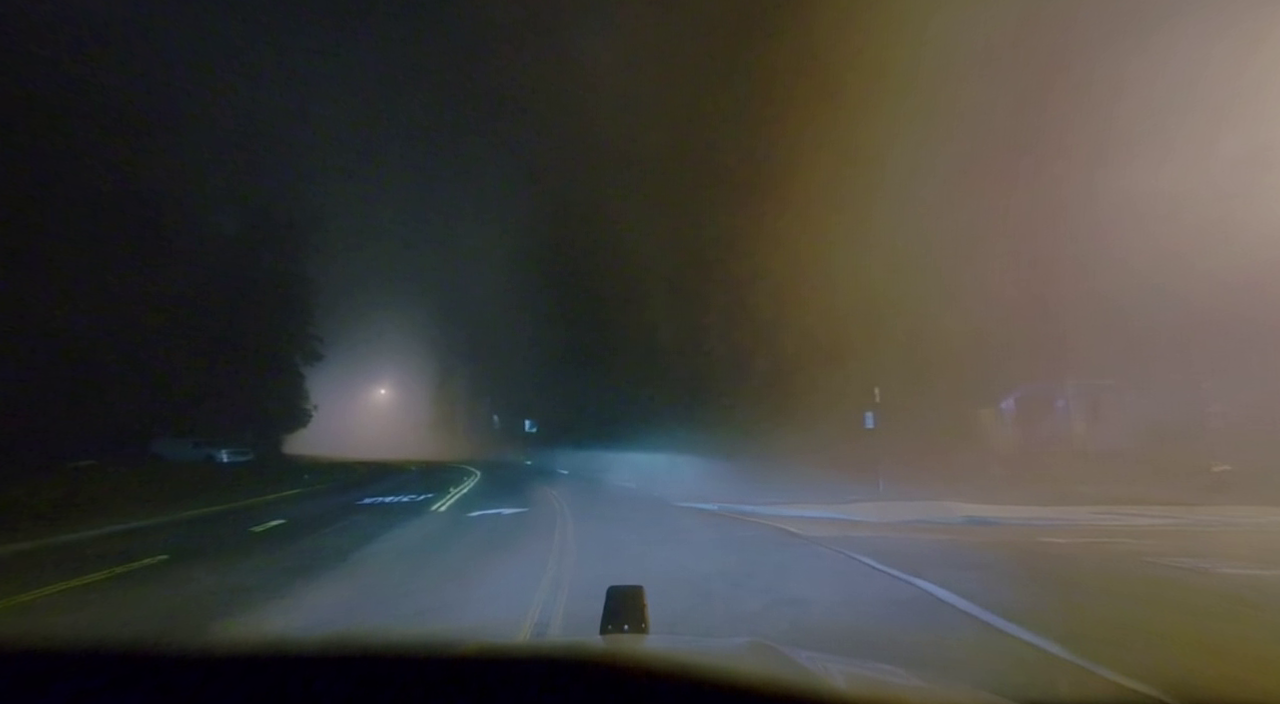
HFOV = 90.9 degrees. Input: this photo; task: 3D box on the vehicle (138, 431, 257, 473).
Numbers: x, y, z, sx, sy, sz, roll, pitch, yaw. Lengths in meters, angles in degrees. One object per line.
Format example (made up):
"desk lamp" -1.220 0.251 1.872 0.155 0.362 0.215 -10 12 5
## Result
"vehicle" -22.085 4.976 31.495 4.699 1.996 2.116 -2 -9 13
